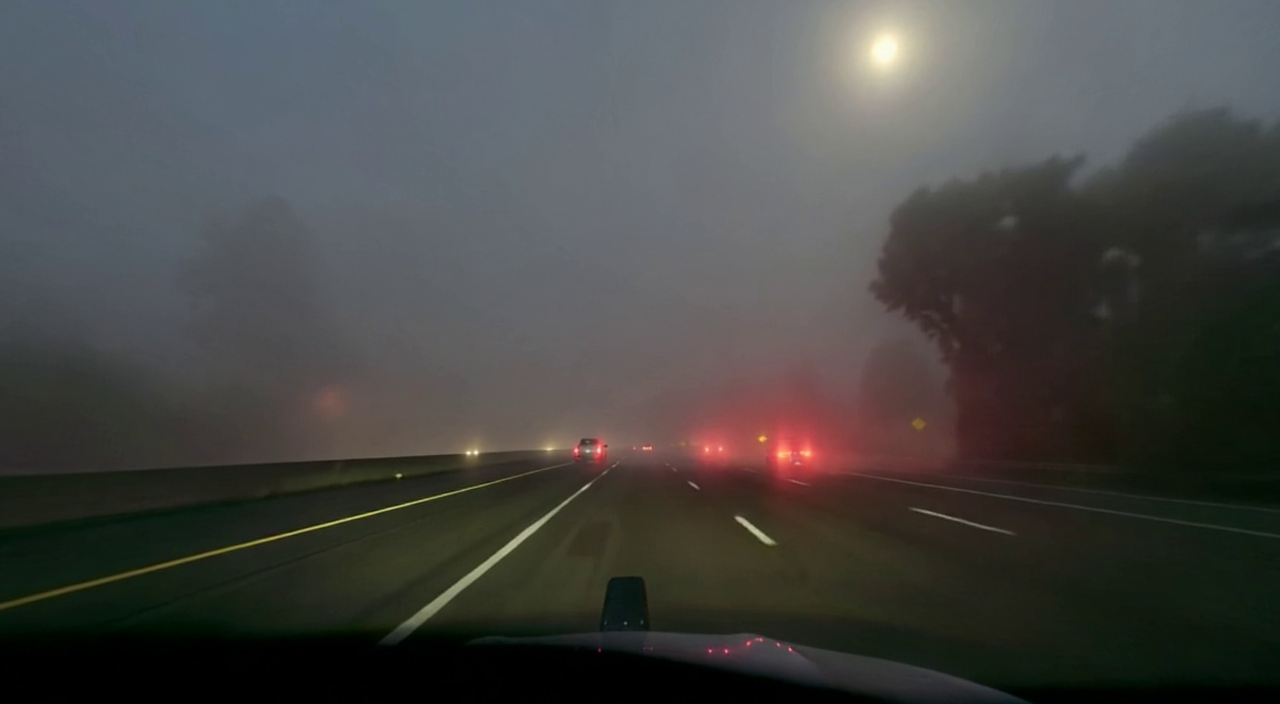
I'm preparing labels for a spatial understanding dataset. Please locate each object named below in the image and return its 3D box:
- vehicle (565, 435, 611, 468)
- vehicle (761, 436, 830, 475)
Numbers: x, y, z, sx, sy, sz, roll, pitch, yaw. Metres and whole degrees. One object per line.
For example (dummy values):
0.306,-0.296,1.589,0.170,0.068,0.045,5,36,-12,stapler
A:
-3.271,6.375,40.596,2.453,1.952,5.320,0,-8,1,vehicle
7.231,4.856,29.778,2.063,1.706,4.259,0,-8,-1,vehicle
